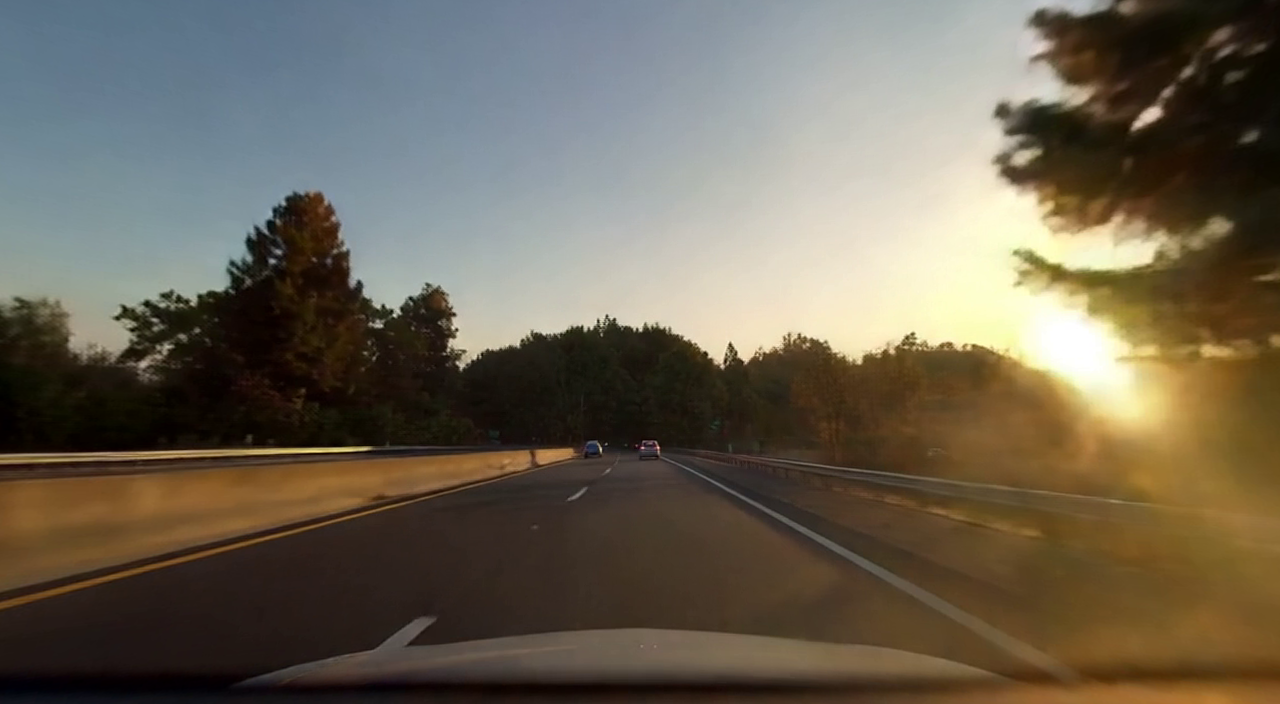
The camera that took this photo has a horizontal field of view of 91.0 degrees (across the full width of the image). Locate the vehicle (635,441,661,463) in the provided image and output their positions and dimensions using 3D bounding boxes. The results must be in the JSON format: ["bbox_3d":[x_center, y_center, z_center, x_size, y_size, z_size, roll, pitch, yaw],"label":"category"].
[{"bbox_3d":[0.584,7.650,48.287,1.966,1.542,3.979,0,-8,0],"label":"vehicle"}]
